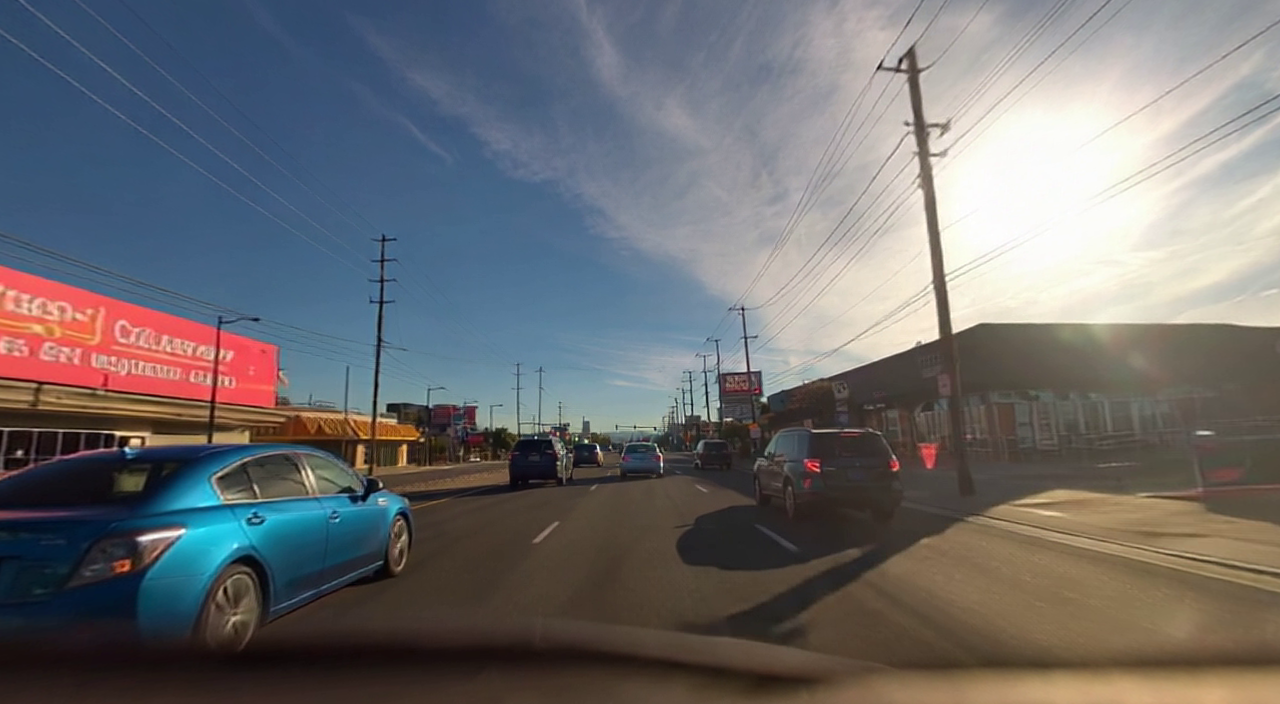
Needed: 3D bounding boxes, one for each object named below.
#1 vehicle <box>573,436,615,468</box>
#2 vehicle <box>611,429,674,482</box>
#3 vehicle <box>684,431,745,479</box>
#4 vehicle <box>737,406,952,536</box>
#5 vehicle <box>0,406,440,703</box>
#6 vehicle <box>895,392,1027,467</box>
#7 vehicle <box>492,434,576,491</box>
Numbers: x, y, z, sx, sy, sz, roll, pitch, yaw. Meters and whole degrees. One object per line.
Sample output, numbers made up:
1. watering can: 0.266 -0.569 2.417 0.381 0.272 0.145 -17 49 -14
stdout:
1. vehicle: -3.003 6.686 42.456 2.405 2.009 5.909 0 -8 0
2. vehicle: 0.047 4.145 25.574 2.326 1.925 4.253 0 -8 -1
3. vehicle: 3.122 4.417 27.353 2.026 1.904 4.102 0 -8 -1
4. vehicle: 3.400 2.114 11.832 2.282 1.897 4.915 0 -8 -1
5. vehicle: -3.247 1.293 4.749 2.022 1.498 4.471 0 -8 0
6. vehicle: 12.549 3.137 25.258 2.477 2.665 5.203 0 -8 1
7. vehicle: -3.327 3.557 20.668 2.051 1.671 3.861 0 -8 0
